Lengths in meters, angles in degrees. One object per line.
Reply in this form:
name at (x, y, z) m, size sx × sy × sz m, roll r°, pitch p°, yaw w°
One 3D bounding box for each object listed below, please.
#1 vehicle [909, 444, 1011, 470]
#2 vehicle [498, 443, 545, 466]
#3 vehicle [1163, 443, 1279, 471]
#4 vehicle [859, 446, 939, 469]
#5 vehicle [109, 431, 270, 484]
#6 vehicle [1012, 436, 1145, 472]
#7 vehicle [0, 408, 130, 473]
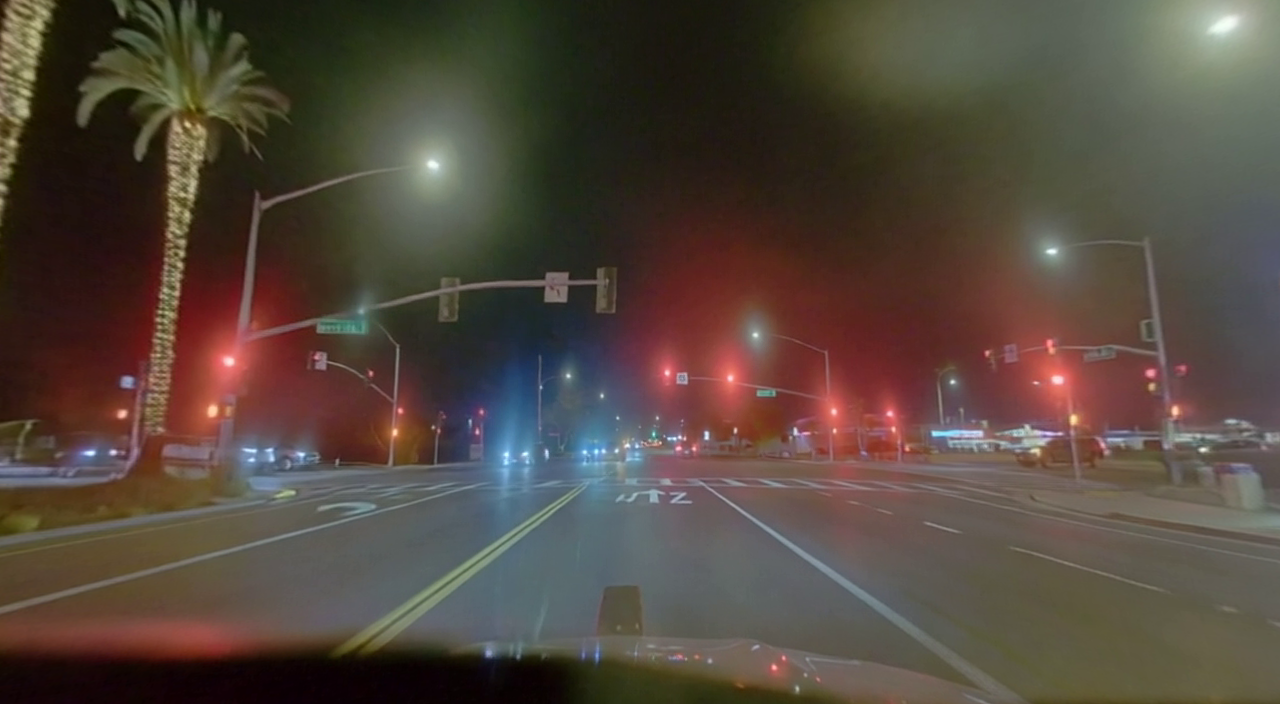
vehicle at (18.867, 6.205, 37.278) m, size 4.977 × 1.508 × 1.948 m, roll 0°, pitch -9°, yaw 0°
vehicle at (-9.212, 8.050, 49.487) m, size 2.045 × 1.699 × 4.563 m, roll -2°, pitch -9°, yaw 11°
vehicle at (31.421, 5.636, 33.853) m, size 4.701 × 1.463 × 1.989 m, roll 0°, pitch -9°, yaw 0°
vehicle at (17.080, 6.943, 41.599) m, size 4.451 × 1.494 × 1.857 m, roll 0°, pitch -9°, yaw 3°
vehicle at (-18.716, 4.386, 26.349) m, size 4.901 × 2.064 × 2.296 m, roll 0°, pitch -9°, yaw 0°
vehicle at (23.341, 5.449, 33.672) m, size 5.509 × 1.873 × 2.123 m, roll 0°, pitch -9°, yaw -2°
vehicle at (-35.503, 4.804, 34.201) m, size 12.726 × 3.308 × 3.114 m, roll 0°, pitch -7°, yaw 0°
